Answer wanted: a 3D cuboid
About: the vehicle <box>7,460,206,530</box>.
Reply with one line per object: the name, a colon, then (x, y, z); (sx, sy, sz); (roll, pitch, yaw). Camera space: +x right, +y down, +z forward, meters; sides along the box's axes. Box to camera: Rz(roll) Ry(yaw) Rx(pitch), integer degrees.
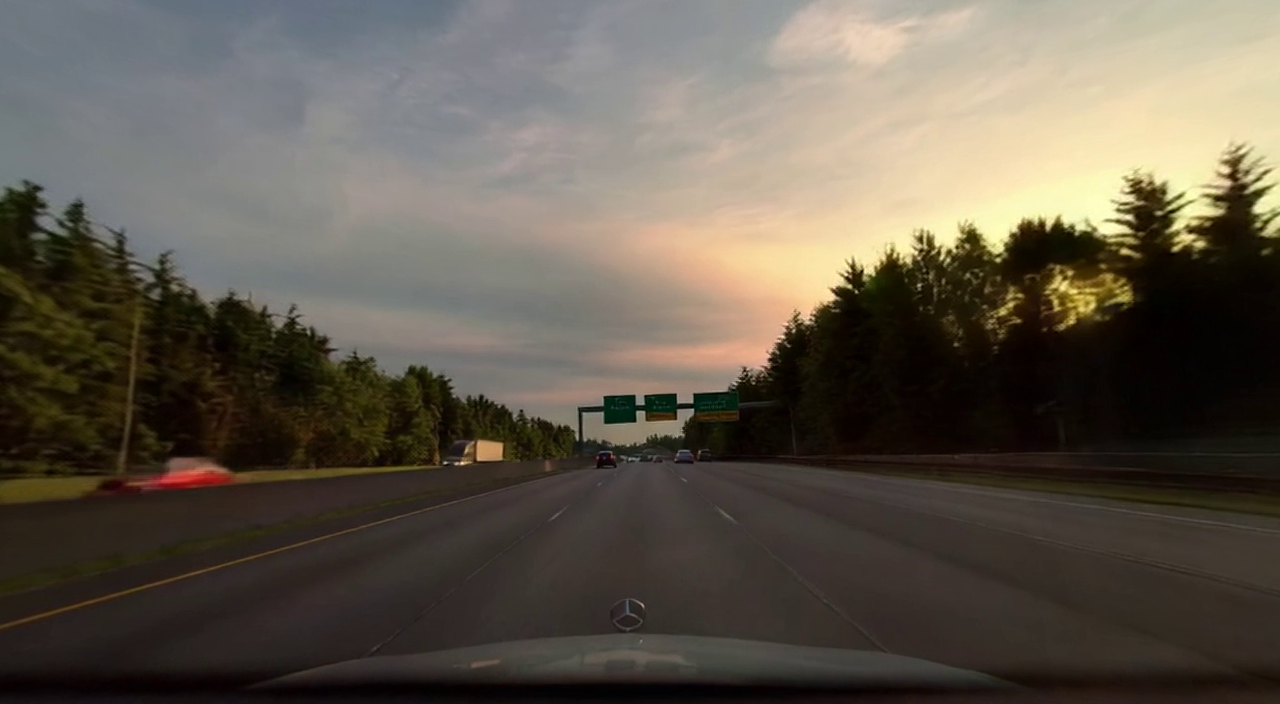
vehicle: (-13.577, 3.607, 16.394); (1.828, 1.497, 3.761); (0, -9, 0)
